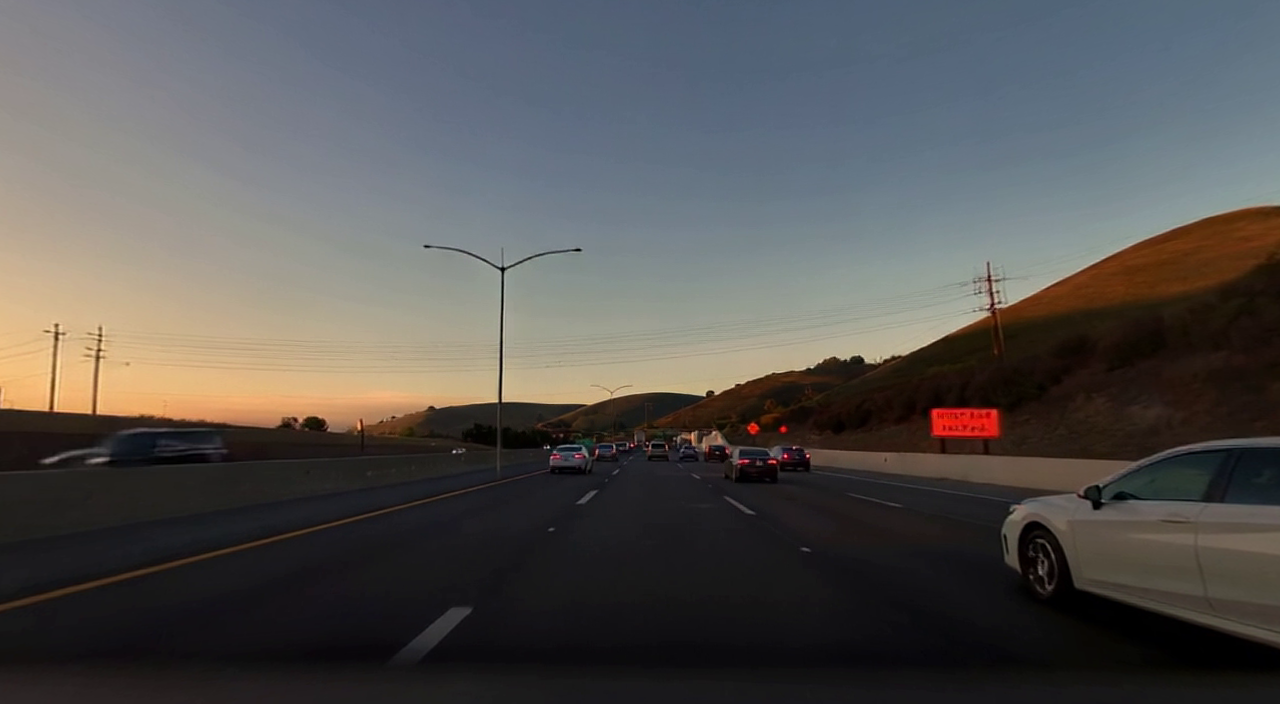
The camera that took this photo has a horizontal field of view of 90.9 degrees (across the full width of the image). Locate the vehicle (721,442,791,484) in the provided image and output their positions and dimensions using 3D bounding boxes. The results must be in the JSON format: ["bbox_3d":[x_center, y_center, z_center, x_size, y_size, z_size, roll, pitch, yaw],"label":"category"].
[{"bbox_3d":[4.406,4.262,24.560,1.867,1.465,4.093,0,-8,-1],"label":"vehicle"}]

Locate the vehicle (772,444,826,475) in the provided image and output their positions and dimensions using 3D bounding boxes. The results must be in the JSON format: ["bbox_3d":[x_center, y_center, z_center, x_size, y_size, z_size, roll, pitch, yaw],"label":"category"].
[{"bbox_3d":[8.387,5.675,33.637,1.843,1.505,4.007,0,-8,0],"label":"vehicle"}]

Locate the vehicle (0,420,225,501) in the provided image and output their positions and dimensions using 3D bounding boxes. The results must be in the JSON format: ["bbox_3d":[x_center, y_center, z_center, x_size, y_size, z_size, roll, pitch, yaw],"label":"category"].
[{"bbox_3d":[-14.089,2.814,16.731,2.147,1.742,5.739,-1,-8,2],"label":"vehicle"}]

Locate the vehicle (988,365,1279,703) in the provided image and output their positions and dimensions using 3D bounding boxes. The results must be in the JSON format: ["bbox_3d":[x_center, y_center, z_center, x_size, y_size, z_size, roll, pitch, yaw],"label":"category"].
[{"bbox_3d":[3.906,0.900,2.866,2.018,1.670,4.658,0,-8,1],"label":"vehicle"}]

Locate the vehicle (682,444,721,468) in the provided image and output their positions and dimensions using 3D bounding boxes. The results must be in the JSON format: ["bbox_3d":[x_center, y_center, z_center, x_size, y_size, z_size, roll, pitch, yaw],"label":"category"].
[{"bbox_3d":[4.075,6.928,42.237,2.177,1.453,4.205,0,-8,0],"label":"vehicle"}]

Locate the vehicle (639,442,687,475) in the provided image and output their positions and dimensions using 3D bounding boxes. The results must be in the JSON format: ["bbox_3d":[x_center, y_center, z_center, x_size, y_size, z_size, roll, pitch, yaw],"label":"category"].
[{"bbox_3d":[1.045,5.167,30.764,2.138,1.473,4.392,0,-8,0],"label":"vehicle"}]

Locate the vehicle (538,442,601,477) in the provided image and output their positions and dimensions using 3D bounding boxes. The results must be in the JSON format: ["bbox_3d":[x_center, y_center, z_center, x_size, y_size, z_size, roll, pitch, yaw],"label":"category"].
[{"bbox_3d":[-3.068,4.834,28.506,2.232,1.438,4.163,-1,-8,2],"label":"vehicle"}]
